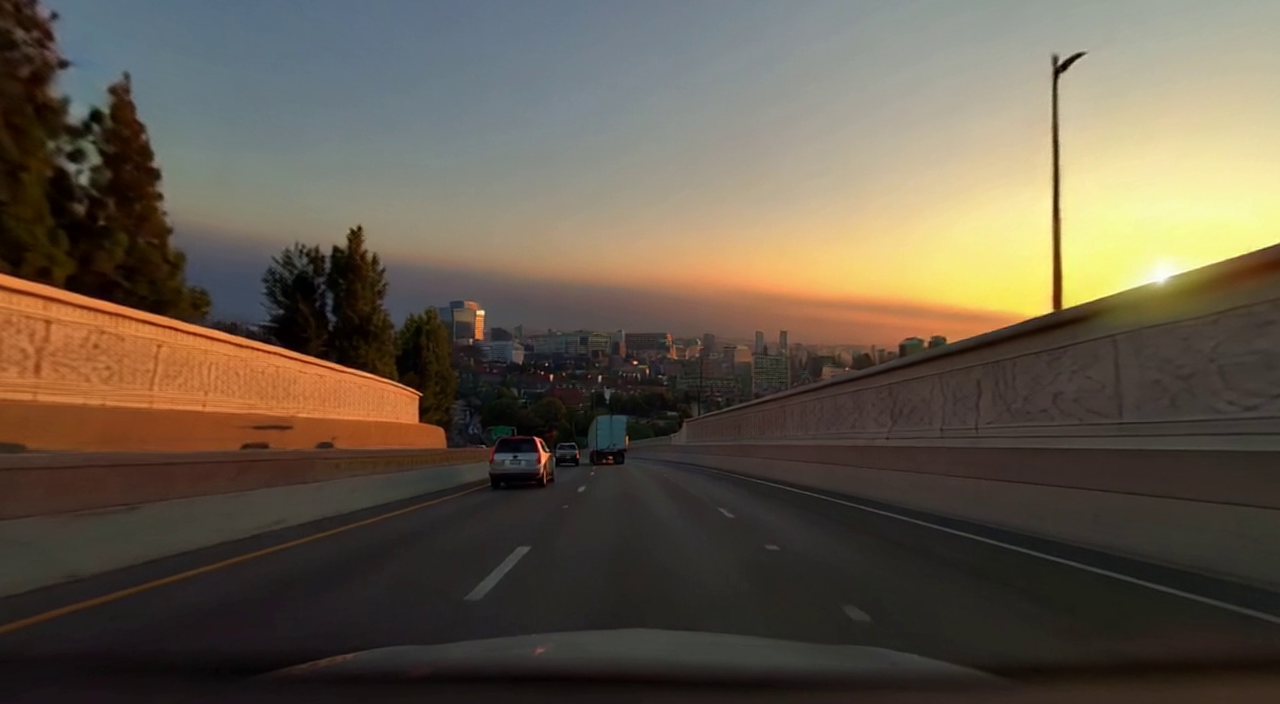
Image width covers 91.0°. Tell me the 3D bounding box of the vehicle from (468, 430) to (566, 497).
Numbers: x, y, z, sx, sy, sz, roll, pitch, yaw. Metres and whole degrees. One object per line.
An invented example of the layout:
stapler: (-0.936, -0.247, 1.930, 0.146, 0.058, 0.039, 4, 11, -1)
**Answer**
vehicle: (-3.481, 3.245, 18.691, 2.041, 1.734, 4.391, 0, -9, 0)
